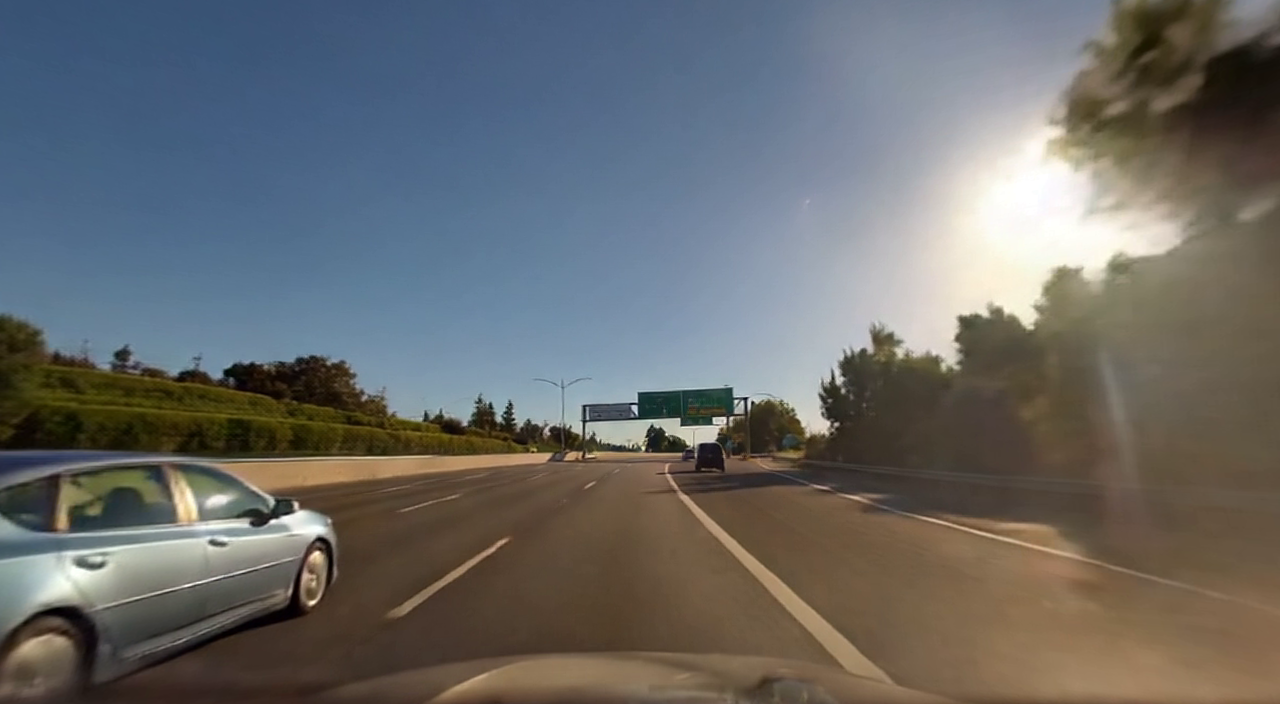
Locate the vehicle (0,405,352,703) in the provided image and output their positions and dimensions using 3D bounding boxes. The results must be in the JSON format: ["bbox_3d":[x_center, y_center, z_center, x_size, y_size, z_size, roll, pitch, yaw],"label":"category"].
[{"bbox_3d":[-3.469,1.075,3.147,1.937,1.490,4.372,-1,-9,1],"label":"vehicle"}]

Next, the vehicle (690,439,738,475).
[{"bbox_3d":[4.006,5.767,34.768,2.225,1.833,4.340,-1,-9,1],"label":"vehicle"}]
